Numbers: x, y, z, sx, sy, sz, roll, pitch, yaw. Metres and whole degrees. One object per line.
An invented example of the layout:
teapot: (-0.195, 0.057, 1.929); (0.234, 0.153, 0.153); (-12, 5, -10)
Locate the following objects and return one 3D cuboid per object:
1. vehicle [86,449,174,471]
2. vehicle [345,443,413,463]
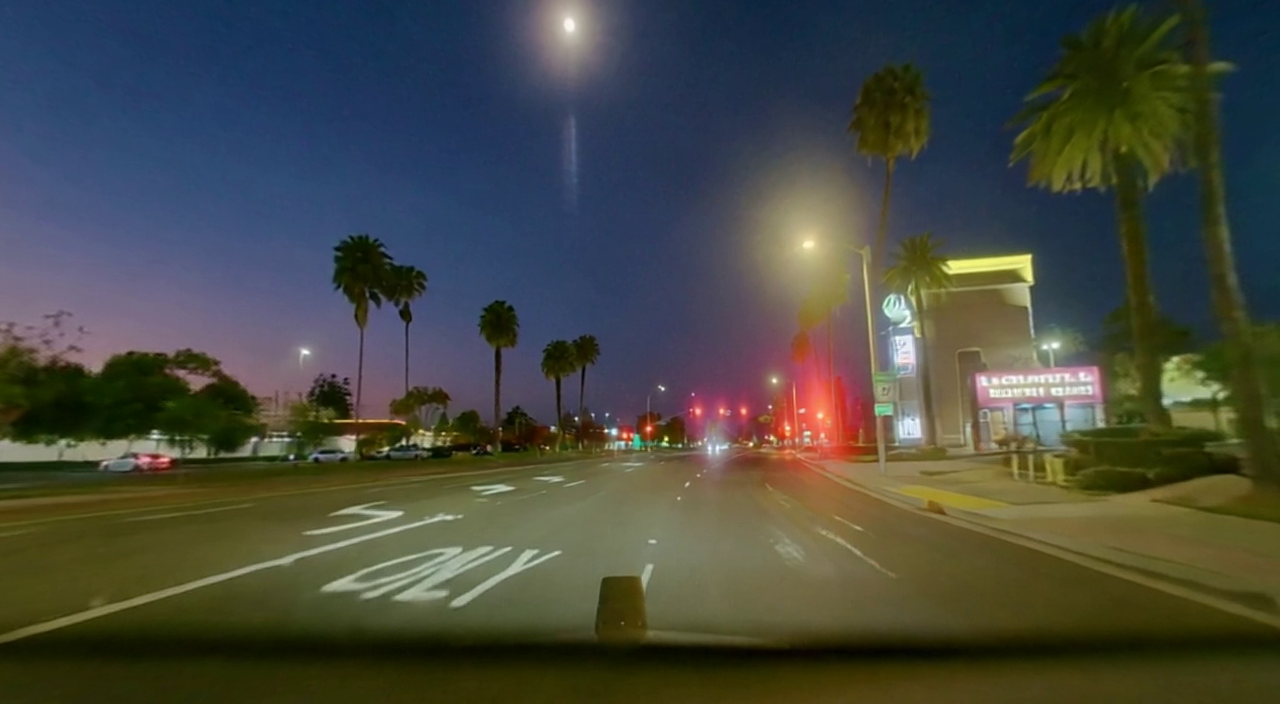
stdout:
vehicle: (-35.183, 7.436, 43.359); (4.525, 1.492, 1.950); (-1, -9, 7)
vehicle: (-20.449, 7.927, 49.288); (4.440, 1.541, 1.851); (-1, -9, 4)
